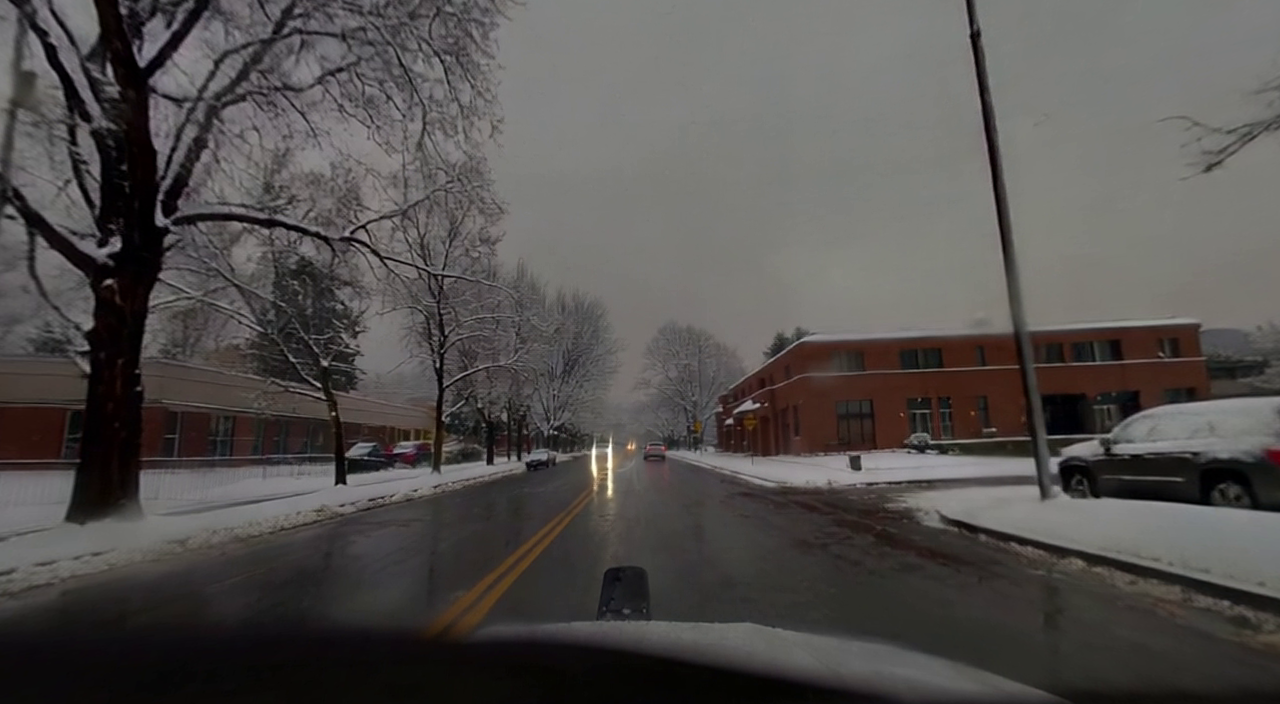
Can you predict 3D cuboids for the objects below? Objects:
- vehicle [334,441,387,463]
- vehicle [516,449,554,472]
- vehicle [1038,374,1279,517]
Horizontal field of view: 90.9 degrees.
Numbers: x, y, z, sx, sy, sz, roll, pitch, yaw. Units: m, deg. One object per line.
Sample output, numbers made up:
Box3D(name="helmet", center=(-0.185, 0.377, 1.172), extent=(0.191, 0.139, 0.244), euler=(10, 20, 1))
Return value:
Box3D(name="vehicle", center=(-21.332, 7.644, 48.249), extent=(1.906, 1.596, 4.599), euler=(0, -9, 1))
Box3D(name="vehicle", center=(-7.207, 7.474, 43.720), extent=(1.930, 1.463, 4.195), euler=(0, -9, 0))
Box3D(name="vehicle", center=(9.208, 1.611, 10.482), extent=(2.018, 1.840, 4.662), euler=(0, -10, -1))
